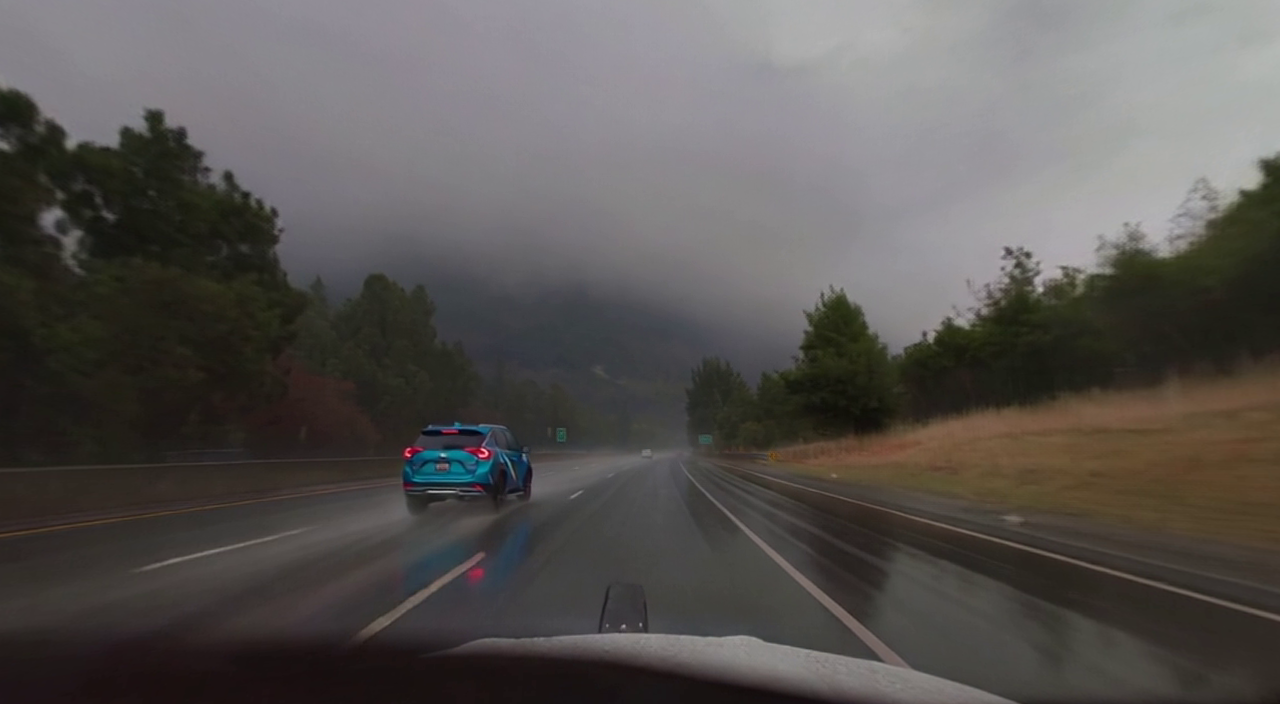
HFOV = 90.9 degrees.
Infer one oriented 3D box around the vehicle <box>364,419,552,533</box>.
[{"bbox_3d":[-3.267,2.336,12.542,2.183,1.803,4.685,0,-8,2],"label":"vehicle"}]
